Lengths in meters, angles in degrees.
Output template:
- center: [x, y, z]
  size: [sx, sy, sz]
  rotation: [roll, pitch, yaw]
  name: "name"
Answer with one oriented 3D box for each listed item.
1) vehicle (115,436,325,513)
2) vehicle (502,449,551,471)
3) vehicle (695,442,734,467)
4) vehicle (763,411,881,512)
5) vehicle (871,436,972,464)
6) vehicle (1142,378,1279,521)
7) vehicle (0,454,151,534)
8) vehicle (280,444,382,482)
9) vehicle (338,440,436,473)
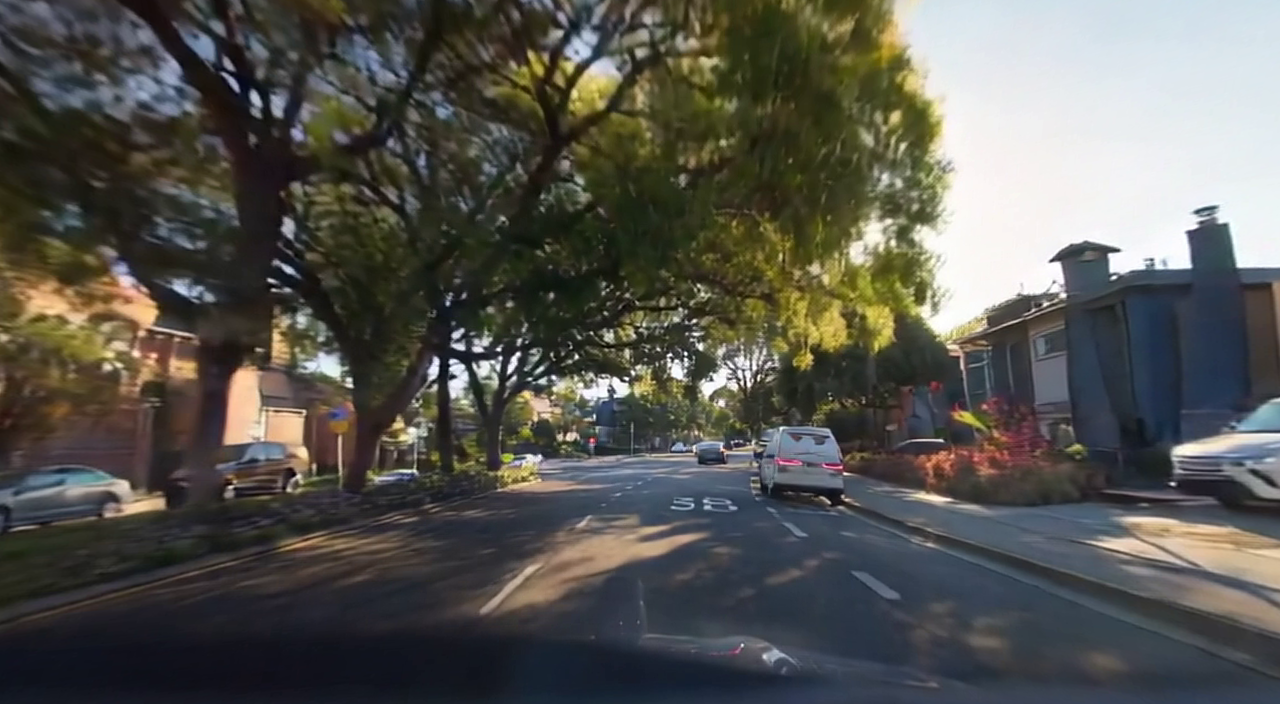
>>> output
- center: [-12.583, 3.693, 19.668]
  size: [2.051, 1.957, 5.968]
  rotation: [-3, -9, 5]
  name: "vehicle"
- center: [-8.050, 7.693, 45.345]
  size: [1.860, 1.499, 4.402]
  rotation: [-2, -9, 12]
  name: "vehicle"
- center: [4.814, 6.560, 40.498]
  size: [2.035, 1.474, 4.284]
  rotation: [-2, -9, 12]
  name: "vehicle"
- center: [4.616, 2.854, 16.852]
  size: [2.326, 2.257, 4.635]
  rotation: [0, -9, 7]
  name: "vehicle"
- center: [16.075, 5.635, 36.317]
  size: [4.923, 1.521, 1.811]
  rotation: [-1, -9, 8]
  name: "vehicle"
- center: [12.170, 1.516, 10.329]
  size: [5.588, 2.111, 2.300]
  rotation: [-3, -9, 7]
  name: "vehicle"
- center: [-13.251, 3.034, 13.554]
  size: [1.786, 1.488, 4.518]
  rotation: [-5, -9, 3]
  name: "vehicle"
- center: [-15.784, 5.646, 32.343]
  size: [4.297, 1.566, 2.024]
  rotation: [1, -8, 15]
  name: "vehicle"
- center: [-15.127, 6.286, 37.853]
  size: [5.205, 1.792, 1.969]
  rotation: [-3, -10, 12]
  name: "vehicle"
